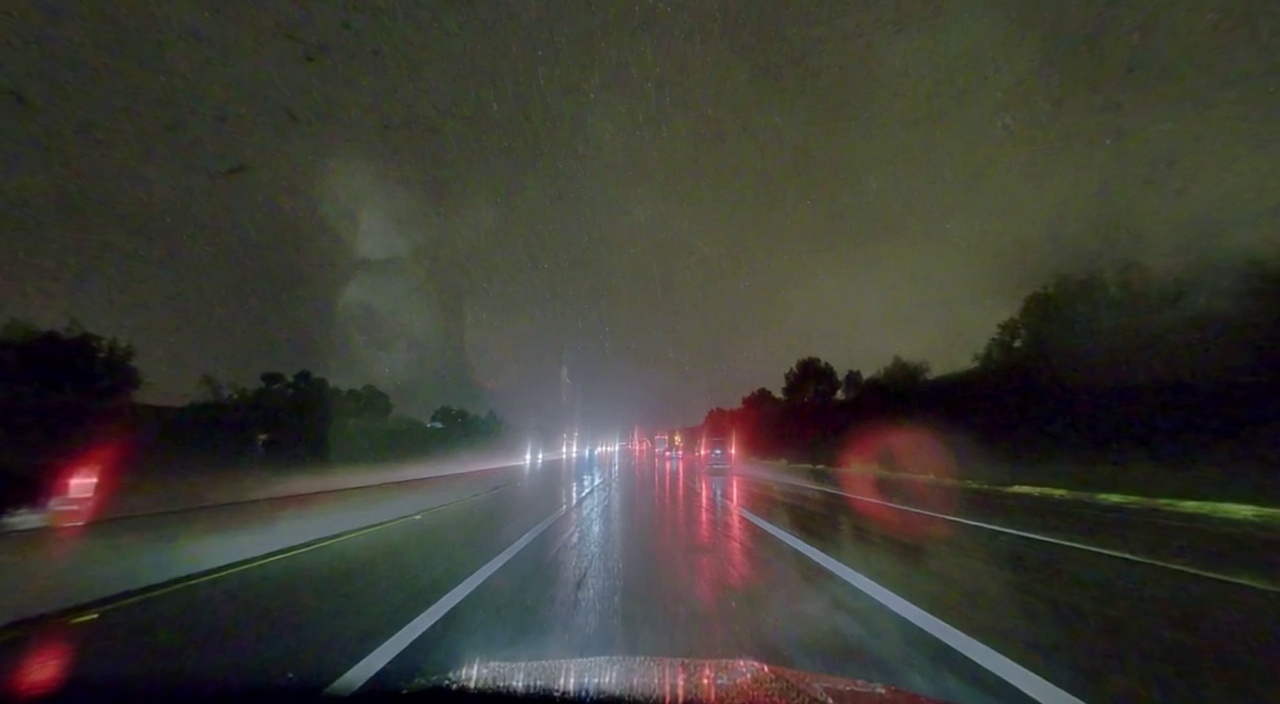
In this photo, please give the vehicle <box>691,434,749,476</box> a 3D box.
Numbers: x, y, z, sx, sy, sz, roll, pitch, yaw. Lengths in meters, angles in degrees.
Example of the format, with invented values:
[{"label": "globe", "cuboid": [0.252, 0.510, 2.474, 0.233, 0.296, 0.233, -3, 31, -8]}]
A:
[{"label": "vehicle", "cuboid": [3.924, 5.172, 31.590, 2.177, 1.914, 5.245, 0, -9, -1]}]
